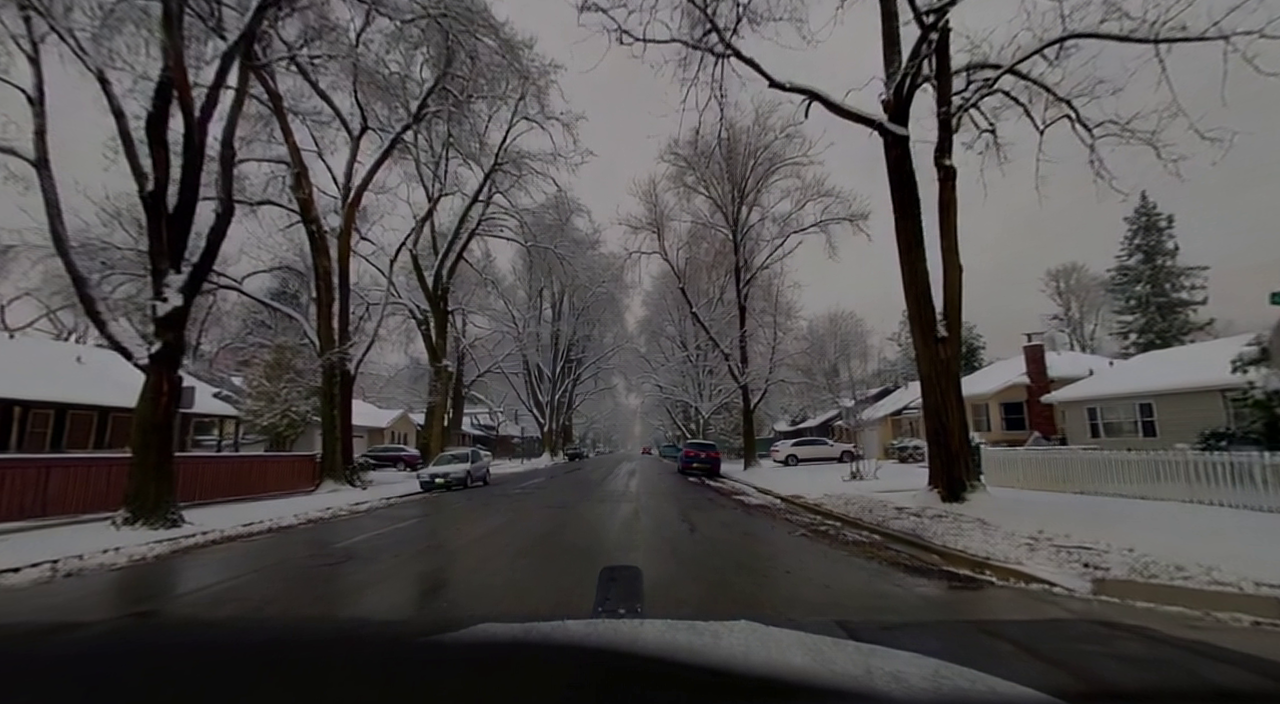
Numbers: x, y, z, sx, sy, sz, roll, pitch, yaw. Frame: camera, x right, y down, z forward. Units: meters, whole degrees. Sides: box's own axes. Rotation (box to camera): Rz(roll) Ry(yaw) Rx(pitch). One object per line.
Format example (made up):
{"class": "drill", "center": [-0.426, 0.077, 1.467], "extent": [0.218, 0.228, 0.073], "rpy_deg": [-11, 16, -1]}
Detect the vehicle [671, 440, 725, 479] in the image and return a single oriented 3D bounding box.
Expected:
{"class": "vehicle", "center": [2.952, 5.651, 33.475], "extent": [2.241, 1.875, 5.059], "rpy_deg": [0, -8, -2]}

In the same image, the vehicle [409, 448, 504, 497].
{"class": "vehicle", "center": [-6.559, 4.315, 23.094], "extent": [2.099, 1.399, 4.357], "rpy_deg": [-4, -8, 1]}

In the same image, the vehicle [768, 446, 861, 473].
{"class": "vehicle", "center": [10.131, 6.274, 37.075], "extent": [5.041, 1.486, 1.969], "rpy_deg": [-1, -9, 9]}

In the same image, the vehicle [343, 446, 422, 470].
{"class": "vehicle", "center": [-16.487, 6.818, 40.583], "extent": [4.276, 1.463, 1.832], "rpy_deg": [-1, -9, 6]}
